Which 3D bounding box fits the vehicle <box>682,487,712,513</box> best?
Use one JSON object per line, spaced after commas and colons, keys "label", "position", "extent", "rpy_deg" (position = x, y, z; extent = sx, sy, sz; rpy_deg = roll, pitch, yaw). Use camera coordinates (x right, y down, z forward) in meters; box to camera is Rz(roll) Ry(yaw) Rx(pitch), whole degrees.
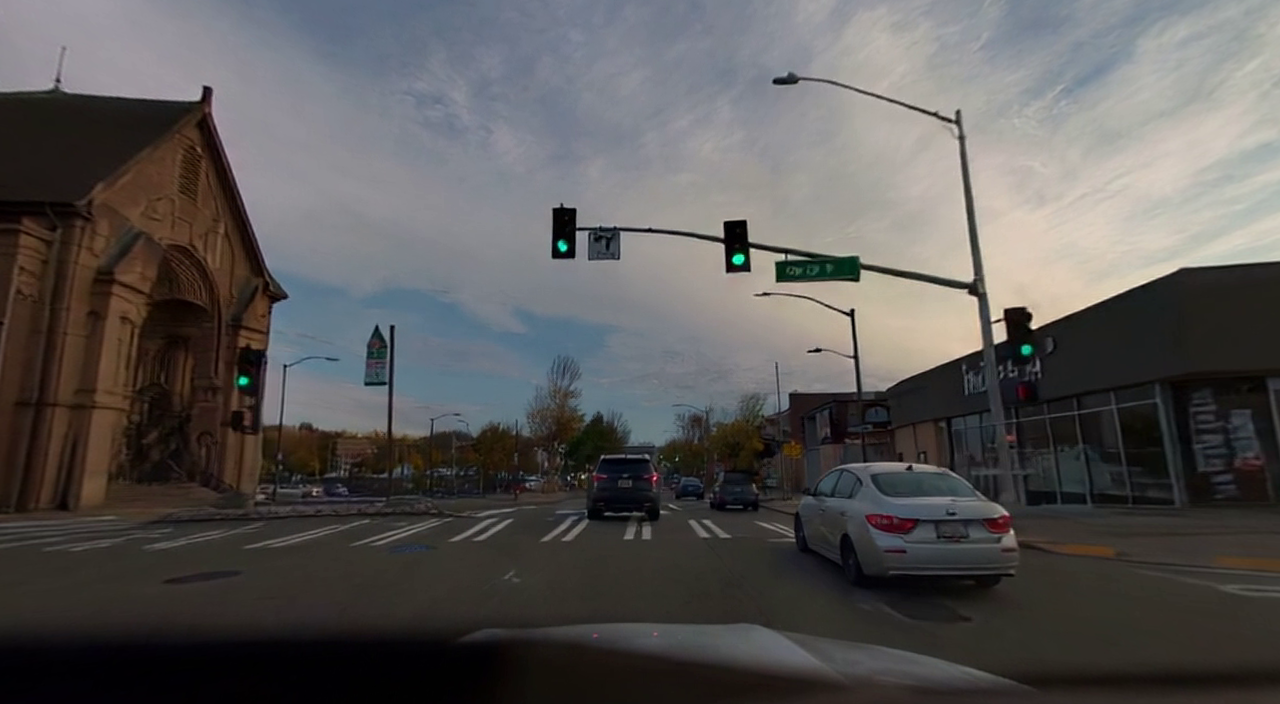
{"label": "vehicle", "position": [4.480, 11.368, 48.806], "extent": [2.027, 1.771, 4.470], "rpy_deg": [0, -11, 9]}

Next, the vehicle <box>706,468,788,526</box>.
{"label": "vehicle", "position": [3.266, 4.504, 20.048], "extent": [1.890, 1.491, 4.166], "rpy_deg": [0, -8, 1]}

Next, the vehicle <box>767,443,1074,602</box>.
{"label": "vehicle", "position": [3.108, 1.946, 8.257], "extent": [1.883, 1.472, 4.471], "rpy_deg": [0, -8, -1]}

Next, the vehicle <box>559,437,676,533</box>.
{"label": "vehicle", "position": [-0.432, 2.784, 13.885], "extent": [2.168, 1.776, 4.135], "rpy_deg": [0, -8, -1]}
